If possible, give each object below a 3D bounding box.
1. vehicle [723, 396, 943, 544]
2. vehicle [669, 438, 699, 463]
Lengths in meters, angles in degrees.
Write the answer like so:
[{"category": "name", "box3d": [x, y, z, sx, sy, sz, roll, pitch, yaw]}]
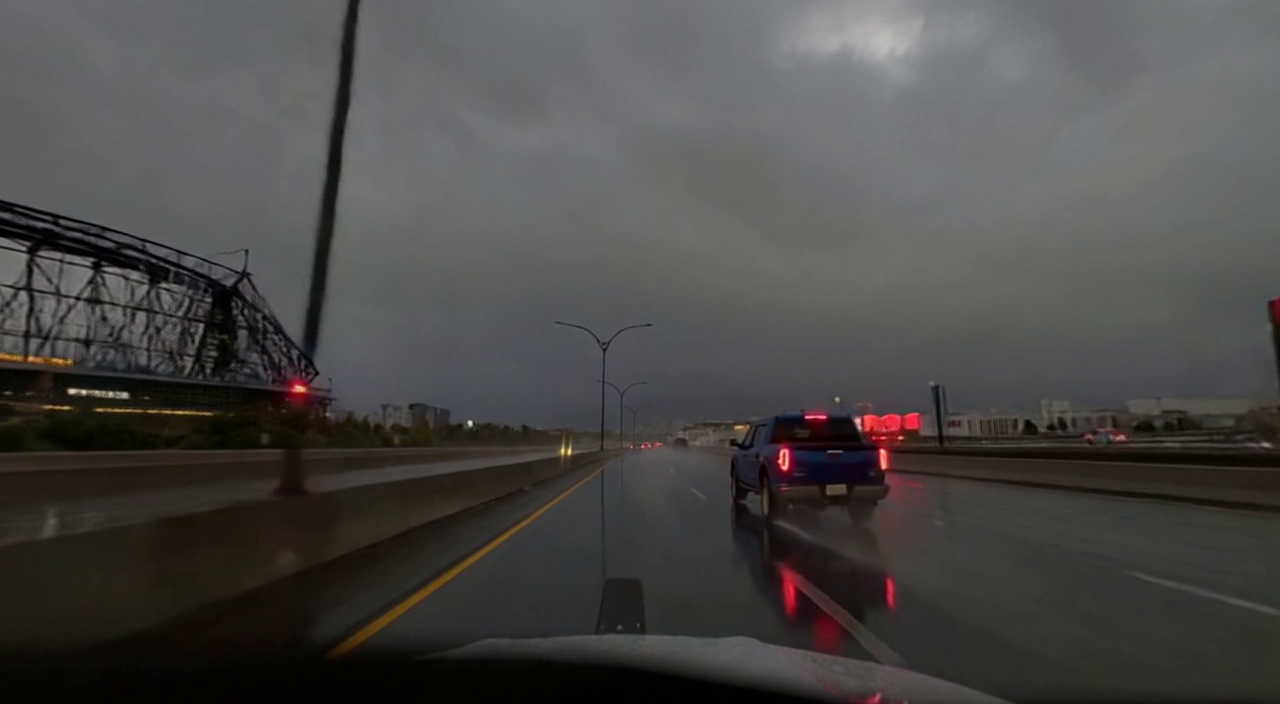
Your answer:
[{"category": "vehicle", "box3d": [2.964, 1.981, 11.162, 2.199, 2.002, 4.970, 0, -9, -1]}, {"category": "vehicle", "box3d": [3.237, 7.339, 47.243, 1.973, 1.774, 4.092, 0, -9, 0]}]
